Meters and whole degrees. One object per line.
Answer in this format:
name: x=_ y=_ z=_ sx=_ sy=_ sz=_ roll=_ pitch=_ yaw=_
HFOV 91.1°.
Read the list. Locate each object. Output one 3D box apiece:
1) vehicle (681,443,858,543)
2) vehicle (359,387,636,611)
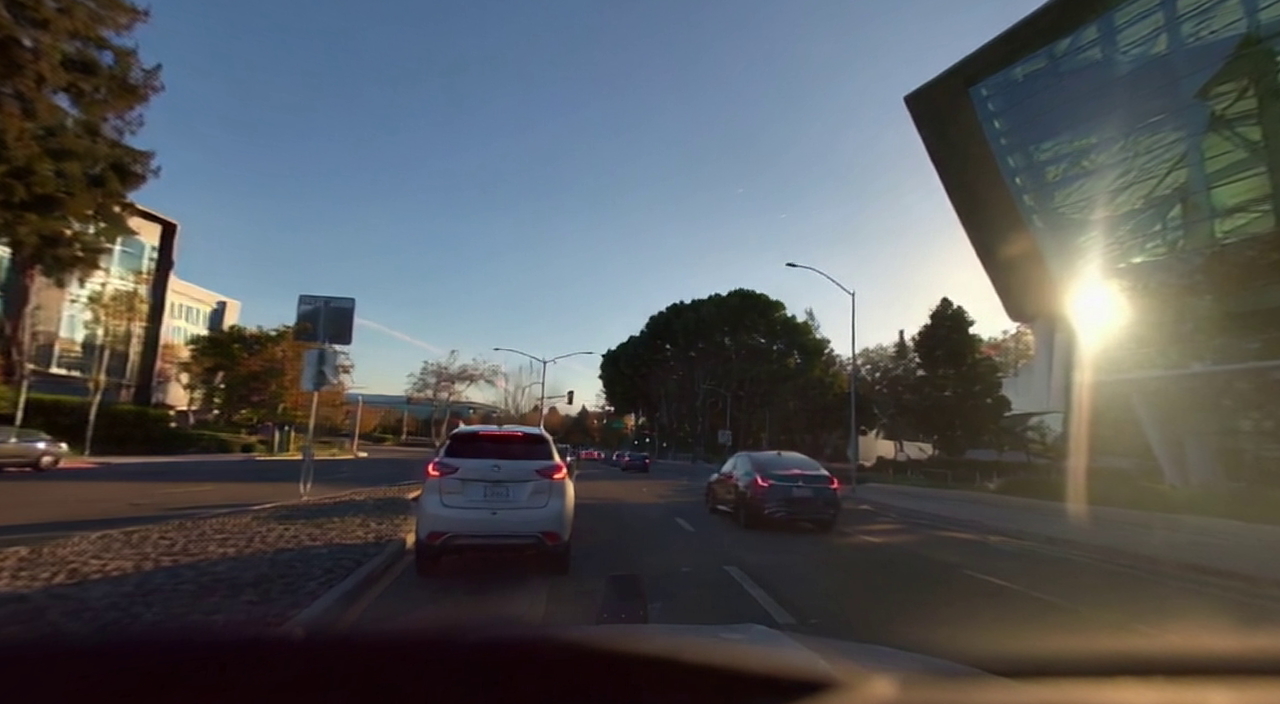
vehicle: x=2.468 y=2.838 z=13.433 sx=2.205 sy=1.537 sz=4.895 roll=6 pitch=-9 yaw=-6
vehicle: x=-1.644 y=1.587 z=7.798 sx=2.275 sy=1.819 sz=4.883 roll=2 pitch=-9 yaw=-11
